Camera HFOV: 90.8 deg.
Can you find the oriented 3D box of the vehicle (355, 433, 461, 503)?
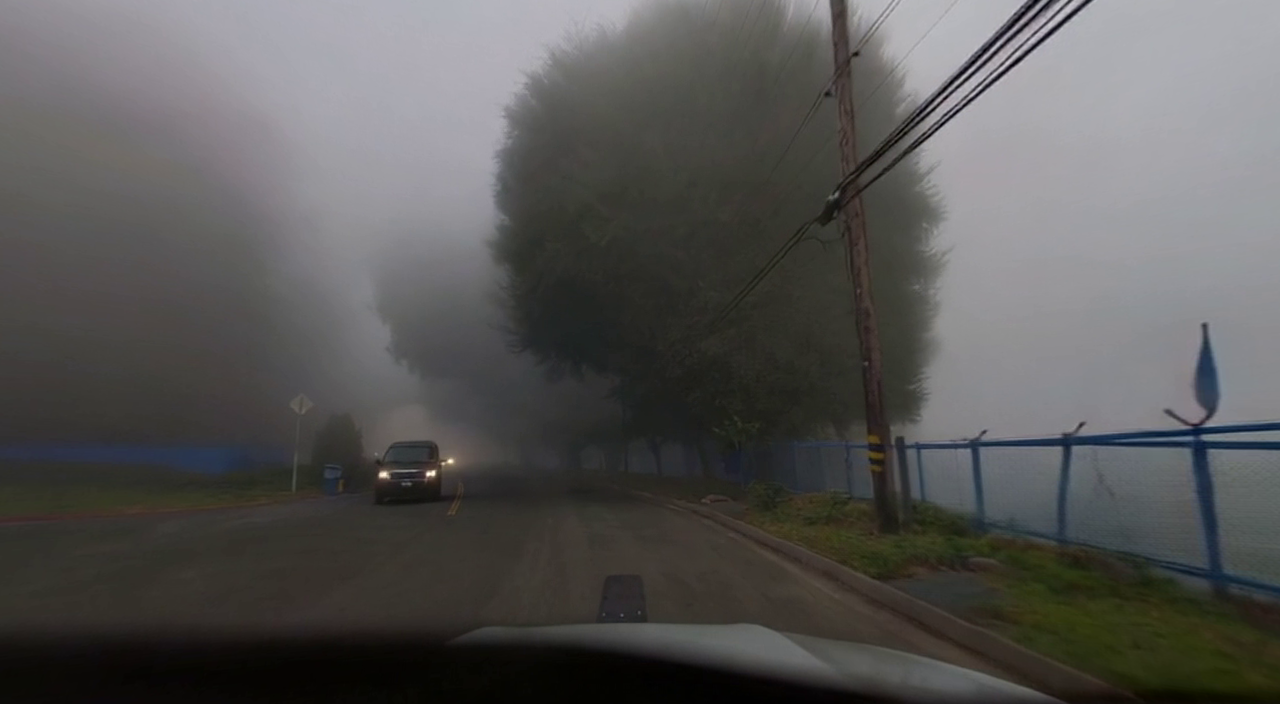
[{"bbox_3d":[-6.986,3.508,19.539,2.185,1.901,4.177,1,-9,-8],"label":"vehicle"}]
